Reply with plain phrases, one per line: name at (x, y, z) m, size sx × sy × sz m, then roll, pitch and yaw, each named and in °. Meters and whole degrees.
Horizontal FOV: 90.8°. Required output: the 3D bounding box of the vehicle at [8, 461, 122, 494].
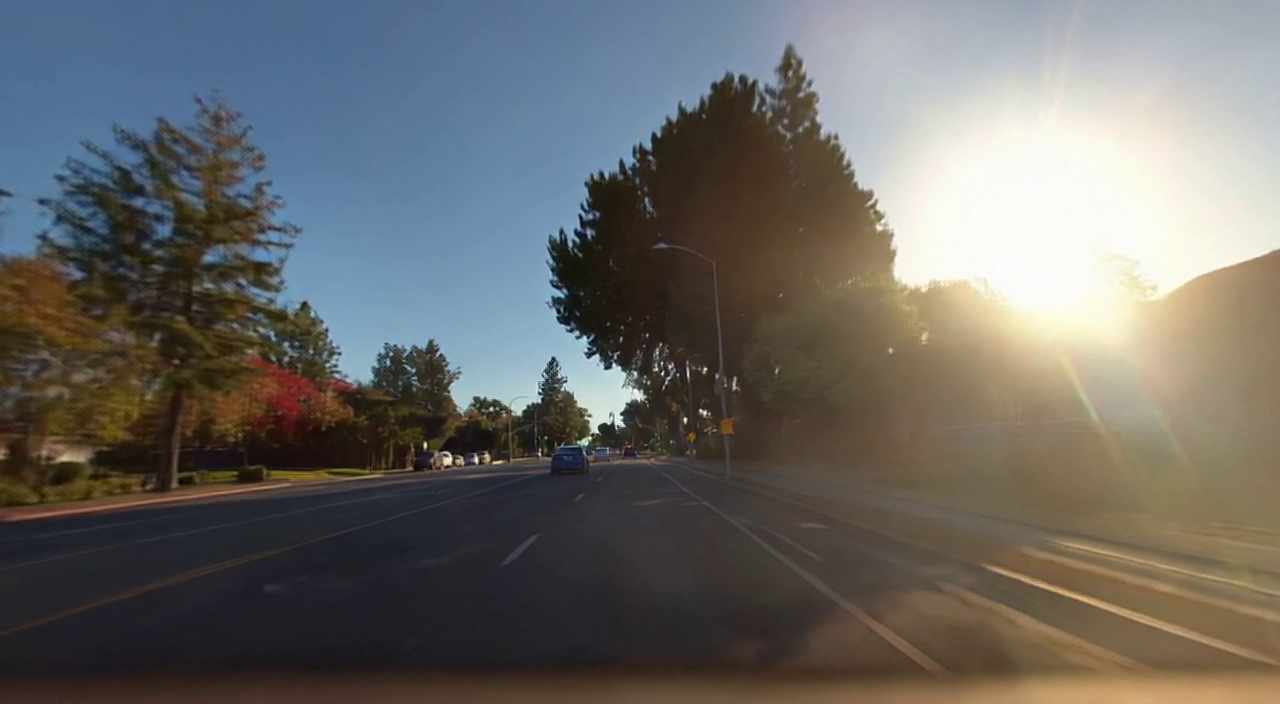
vehicle at (-28.673, 6.251, 31.605) m, size 3.814 × 1.512 × 1.948 m, roll 0°, pitch -8°, yaw 2°

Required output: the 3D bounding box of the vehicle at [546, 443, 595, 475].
vehicle at (-3.459, 5.406, 32.087) m, size 2.030 × 1.467 × 4.251 m, roll 0°, pitch -9°, yaw -1°
